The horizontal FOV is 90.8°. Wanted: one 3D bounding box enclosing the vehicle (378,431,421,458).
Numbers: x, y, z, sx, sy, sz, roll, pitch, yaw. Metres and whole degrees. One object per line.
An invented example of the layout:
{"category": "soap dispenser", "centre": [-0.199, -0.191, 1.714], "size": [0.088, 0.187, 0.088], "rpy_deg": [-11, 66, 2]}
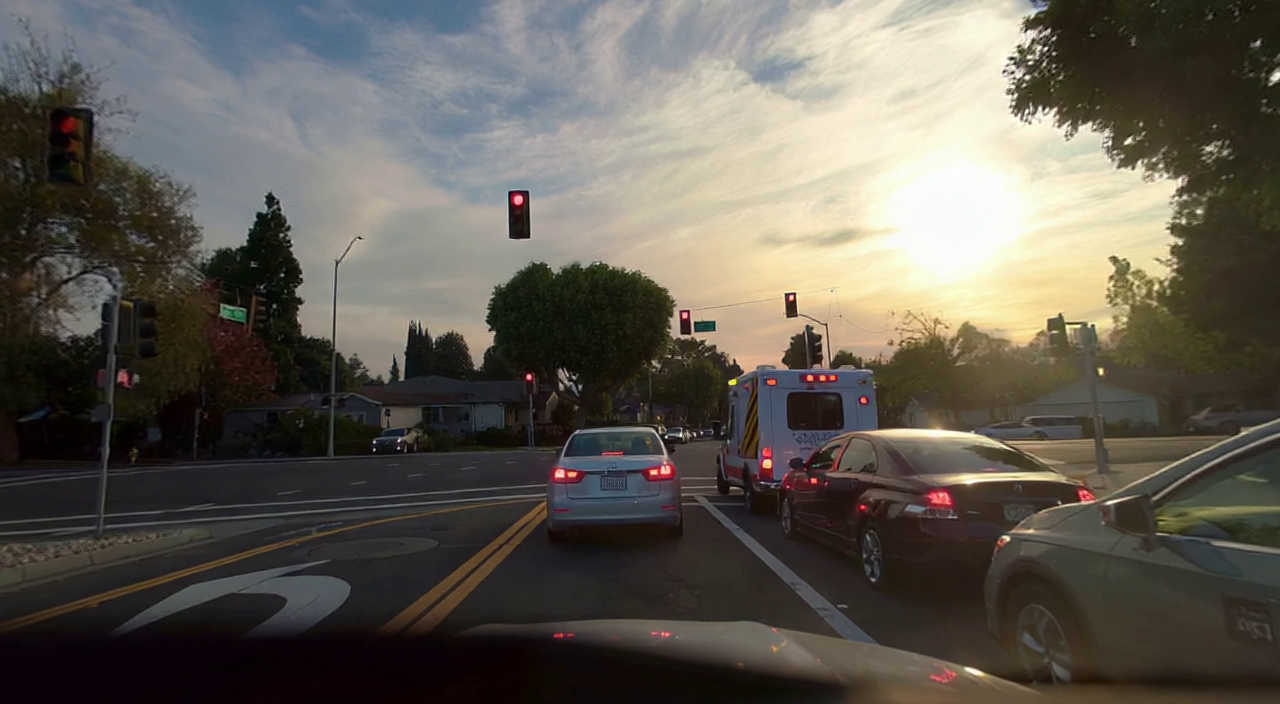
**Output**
{"category": "vehicle", "centre": [-17.747, 6.876, 46.851], "size": [2.246, 1.880, 4.454], "rpy_deg": [1, -9, -12]}

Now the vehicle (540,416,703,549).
{"category": "vehicle", "centre": [-0.286, 1.975, 10.174], "size": [2.114, 1.707, 3.725], "rpy_deg": [0, -8, -1]}

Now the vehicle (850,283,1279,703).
{"category": "vehicle", "centre": [2.846, 0.894, 2.854], "size": [2.194, 1.820, 4.652], "rpy_deg": [0, -8, 0]}

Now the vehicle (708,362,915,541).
{"category": "vehicle", "centre": [2.879, 1.891, 12.361], "size": [2.406, 2.687, 5.521], "rpy_deg": [0, -8, -1]}
